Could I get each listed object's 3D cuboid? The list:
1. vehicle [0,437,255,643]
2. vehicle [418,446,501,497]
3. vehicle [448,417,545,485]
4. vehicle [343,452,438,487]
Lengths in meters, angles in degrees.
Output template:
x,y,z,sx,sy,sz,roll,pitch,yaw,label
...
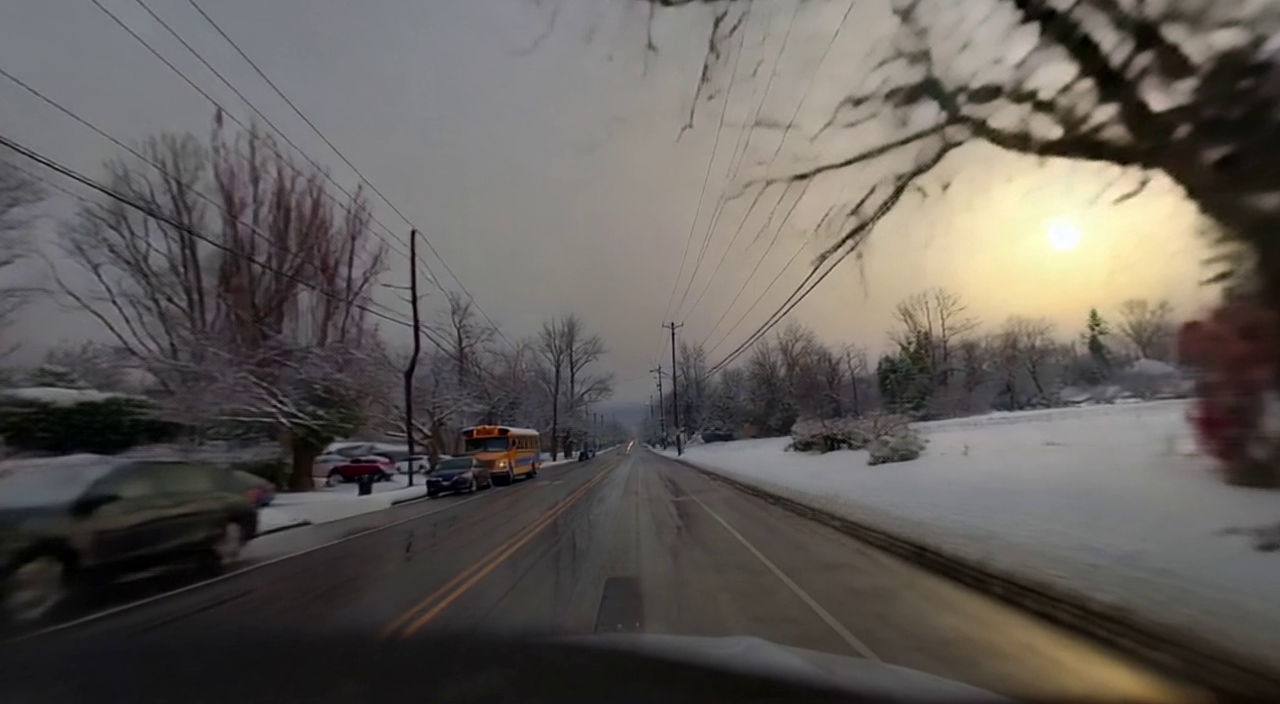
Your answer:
x,y,z,sx,sy,sz,roll,pitch,yaw,label
-6.636,1.857,6.856,2.002,1.790,4.624,0,-9,0,vehicle
-6.794,4.516,24.330,2.023,1.721,4.418,0,-9,-2,vehicle
-6.668,4.787,30.626,2.835,2.876,7.091,-1,-9,2,vehicle
-14.290,6.736,36.270,4.767,1.520,1.940,-7,-9,11,vehicle
